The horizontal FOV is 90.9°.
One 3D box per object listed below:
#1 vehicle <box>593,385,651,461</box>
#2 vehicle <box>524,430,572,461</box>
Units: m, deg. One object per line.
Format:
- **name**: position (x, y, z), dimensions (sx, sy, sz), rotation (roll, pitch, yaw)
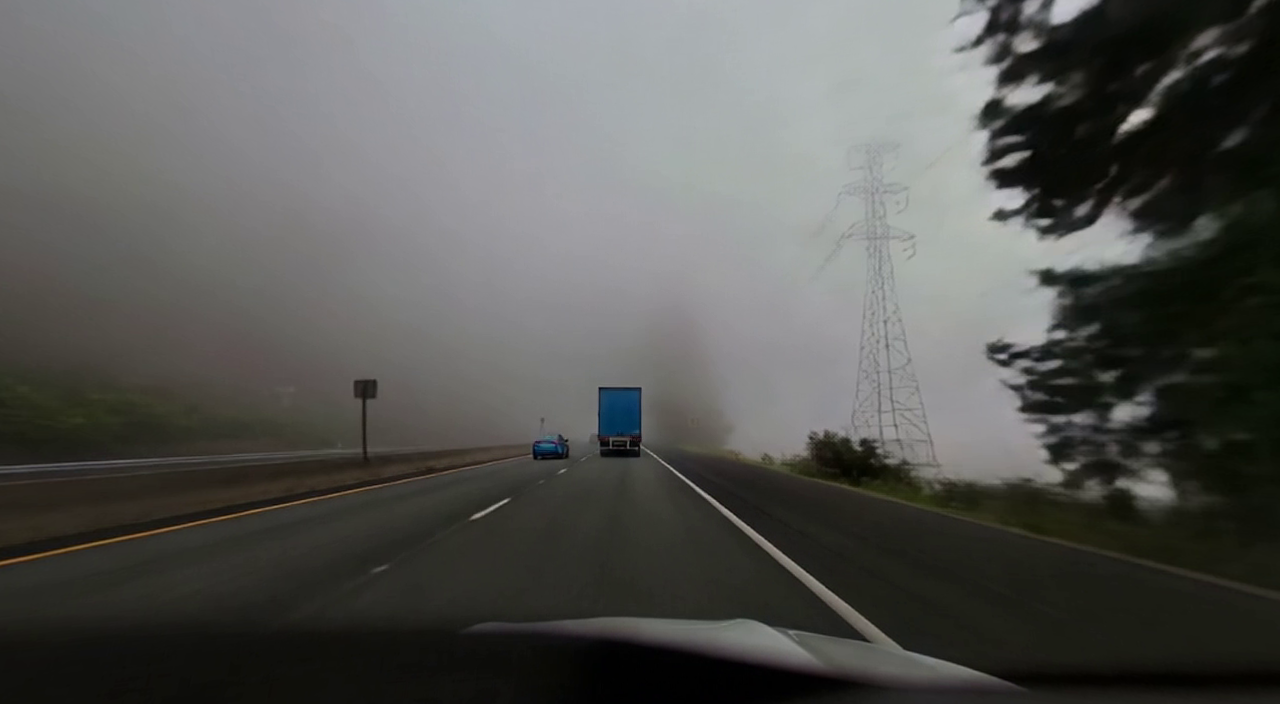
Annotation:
- **vehicle**: position (-1.062, 4.285, 37.068), dimensions (2.955, 3.851, 9.915), rotation (0, -8, -2)
- **vehicle**: position (-5.235, 5.378, 36.461), dimensions (2.117, 1.618, 4.480), rotation (0, -8, -1)
